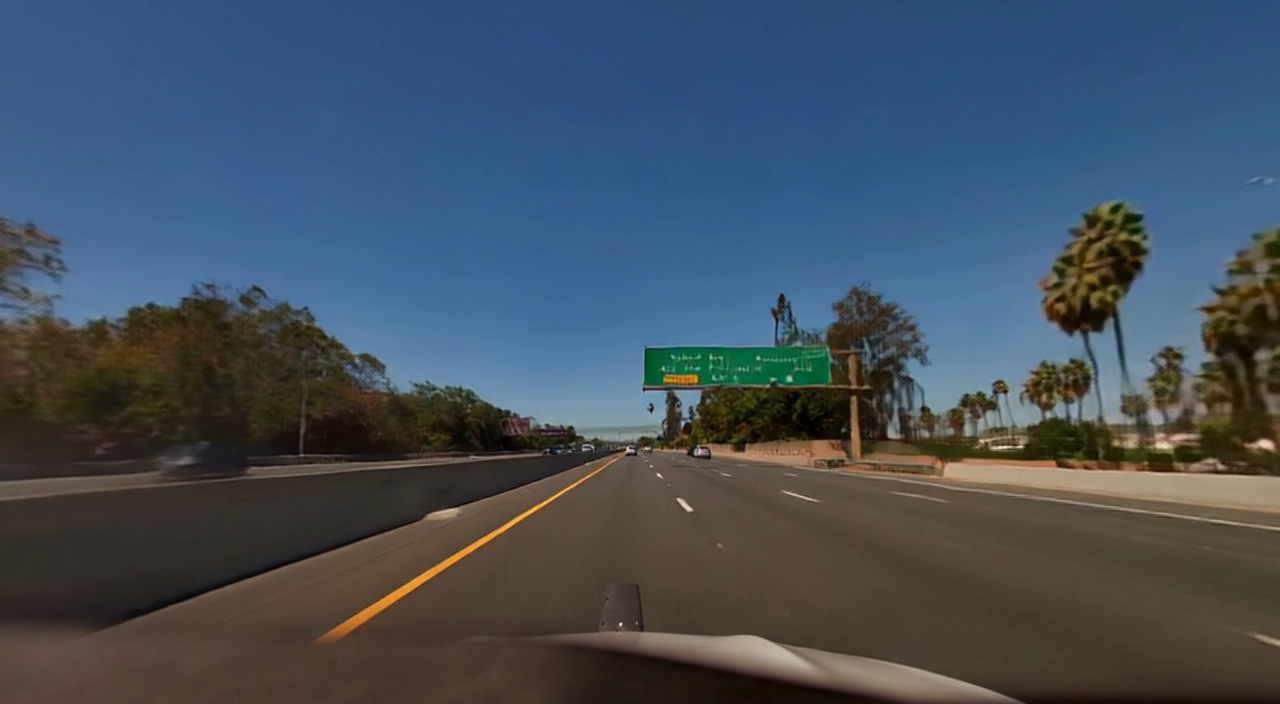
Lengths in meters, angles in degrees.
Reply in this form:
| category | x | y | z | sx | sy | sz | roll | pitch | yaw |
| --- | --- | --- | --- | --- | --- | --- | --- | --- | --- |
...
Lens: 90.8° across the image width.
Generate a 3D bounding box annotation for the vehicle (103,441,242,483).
| category | x | y | z | sx | sy | sz | roll | pitch | yaw |
| --- | --- | --- | --- | --- | --- | --- | --- | --- | --- |
| vehicle | -18.003 | 4.232 | 24.670 | 1.822 | 1.442 | 4.664 | 0 | -9 | 1 |
